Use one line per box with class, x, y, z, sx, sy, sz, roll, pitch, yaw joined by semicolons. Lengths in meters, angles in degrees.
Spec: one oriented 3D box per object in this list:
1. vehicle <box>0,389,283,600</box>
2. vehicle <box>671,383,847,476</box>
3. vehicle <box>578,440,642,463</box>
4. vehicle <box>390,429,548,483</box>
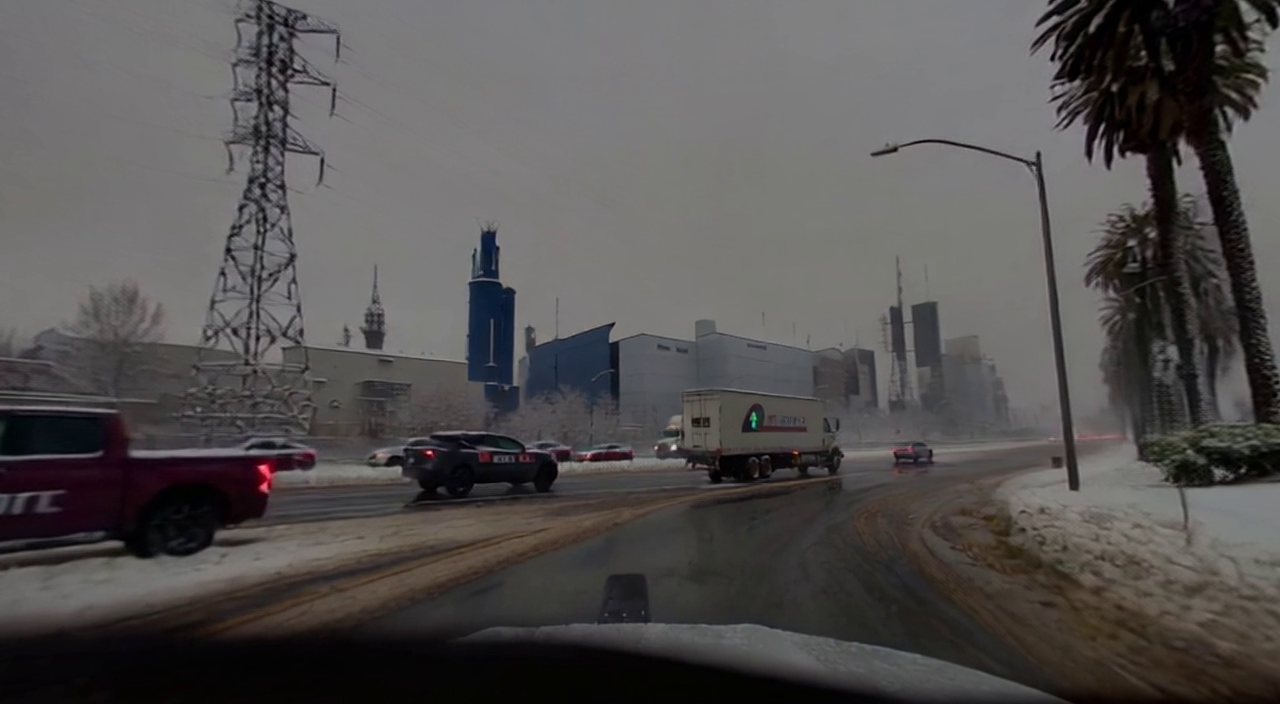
vehicle;-6.653;1.318;6.010;2.101;1.848;5.132;-6;-10;35
vehicle;6.417;4.013;31.899;2.903;3.933;11.567;-8;-11;42
vehicle;-2.065;6.966;44.022;1.785;1.502;4.457;-8;-13;42
vehicle;-6.780;4.180;25.726;2.266;1.950;5.866;-7;-11;41
